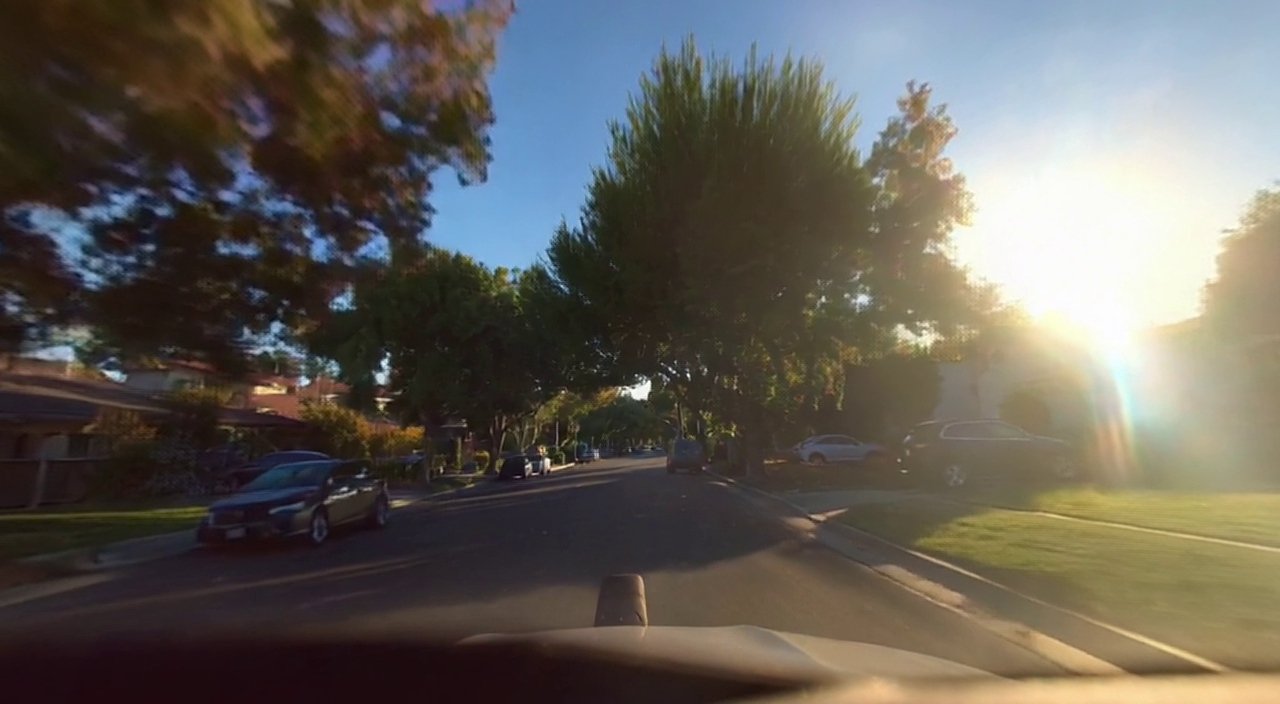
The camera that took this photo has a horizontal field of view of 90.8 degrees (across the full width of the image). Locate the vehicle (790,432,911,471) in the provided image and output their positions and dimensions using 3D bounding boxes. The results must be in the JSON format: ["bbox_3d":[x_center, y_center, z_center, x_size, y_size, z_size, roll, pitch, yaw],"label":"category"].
[{"bbox_3d":[8.730,4.166,26.477,4.331,1.570,2.009,0,-9,-1],"label":"vehicle"}]

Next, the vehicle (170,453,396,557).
[{"bbox_3d":[-5.987,2.551,11.173,1.878,1.496,3.535,0,-9,0],"label":"vehicle"}]

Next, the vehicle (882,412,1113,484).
[{"bbox_3d":[8.770,2.397,15.797,4.599,1.652,1.903,0,-9,-2],"label":"vehicle"}]

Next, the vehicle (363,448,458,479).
[{"bbox_3d":[-11.680,5.687,32.345,4.118,1.492,1.902,1,-9,-3],"label":"vehicle"}]

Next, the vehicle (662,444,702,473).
[{"bbox_3d":[2.248,5.825,34.828,2.022,1.483,4.565,0,-9,2],"label":"vehicle"}]
